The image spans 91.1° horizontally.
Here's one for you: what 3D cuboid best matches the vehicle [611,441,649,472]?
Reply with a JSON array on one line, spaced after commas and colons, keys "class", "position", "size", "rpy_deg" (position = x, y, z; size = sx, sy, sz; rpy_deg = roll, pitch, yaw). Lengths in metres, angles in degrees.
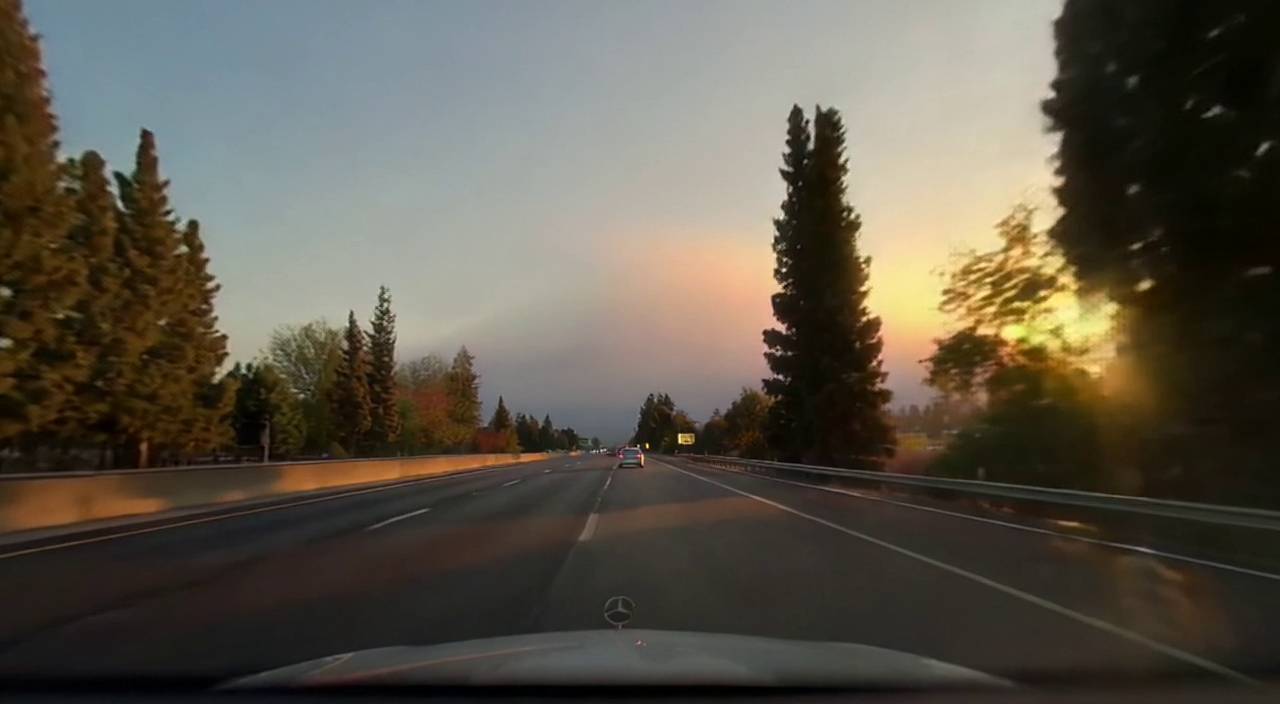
[{"class": "vehicle", "position": [-0.586, 6.273, 37.853], "size": [2.120, 1.715, 4.153], "rpy_deg": [0, -9, -1]}]
